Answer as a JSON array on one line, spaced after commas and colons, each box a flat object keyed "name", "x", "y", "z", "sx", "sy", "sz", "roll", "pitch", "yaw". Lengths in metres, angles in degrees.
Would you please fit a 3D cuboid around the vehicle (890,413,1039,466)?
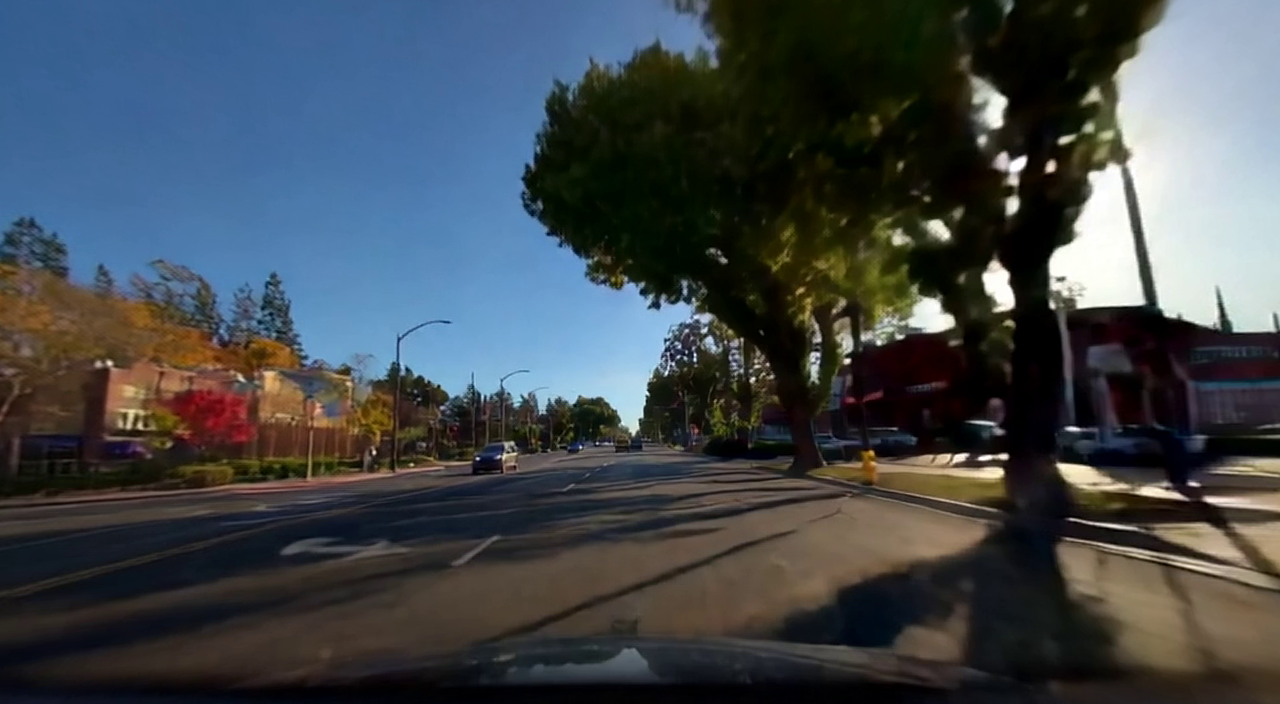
[{"name": "vehicle", "x": 15.598, "y": 4.226, "z": 30.644, "sx": 5.797, "sy": 2.052, "sz": 2.329, "roll": -4, "pitch": -8, "yaw": 1}]

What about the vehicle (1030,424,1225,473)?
[{"name": "vehicle", "x": 15.977, "y": 3.192, "z": 20.918, "sx": 4.634, "sy": 1.512, "sz": 2.178, "roll": 0, "pitch": -8, "yaw": -1}]
